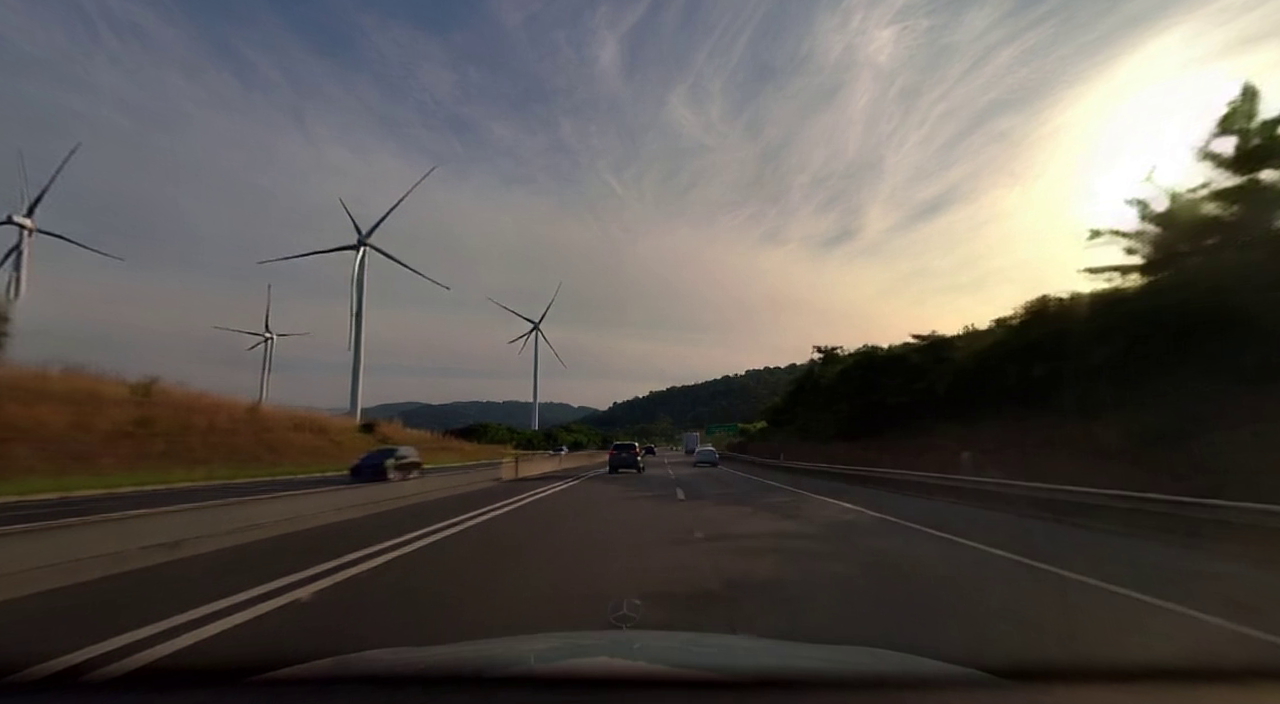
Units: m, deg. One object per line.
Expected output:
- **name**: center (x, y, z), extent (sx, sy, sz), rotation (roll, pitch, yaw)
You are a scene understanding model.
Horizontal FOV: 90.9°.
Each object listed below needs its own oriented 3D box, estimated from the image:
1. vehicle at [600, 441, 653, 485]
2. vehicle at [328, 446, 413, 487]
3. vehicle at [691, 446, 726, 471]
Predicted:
- **vehicle**: center (-0.508, 4.734, 27.196), extent (2.038, 1.723, 4.150), rotation (-1, -9, 2)
- **vehicle**: center (-12.727, 5.399, 30.089), extent (1.924, 1.754, 4.607), rotation (-1, -9, 1)
- **vehicle**: center (4.828, 7.570, 44.922), extent (2.040, 1.721, 4.507), rotation (0, -9, 1)
